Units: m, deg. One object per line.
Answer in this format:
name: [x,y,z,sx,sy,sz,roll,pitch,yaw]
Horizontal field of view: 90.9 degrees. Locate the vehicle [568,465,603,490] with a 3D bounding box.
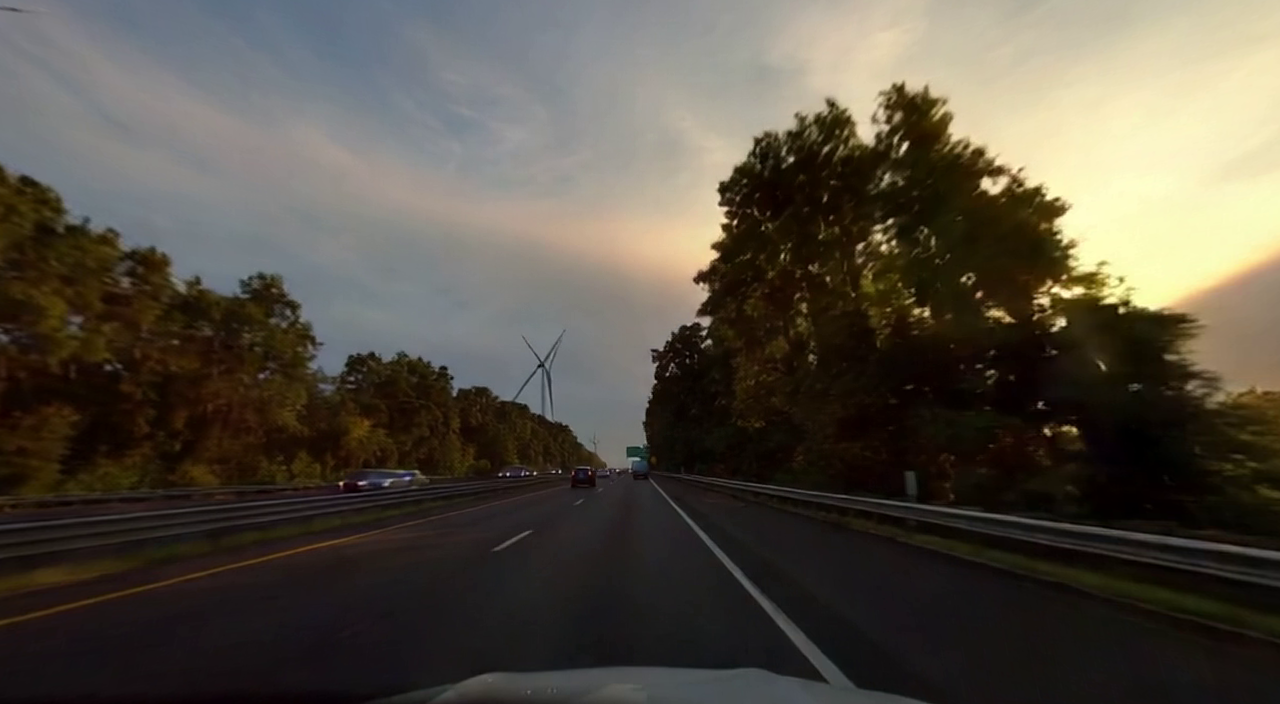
vehicle: [-3.898,9.125,46.024,2.124,1.705,4.440,1,-11,0]

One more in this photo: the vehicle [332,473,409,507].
vehicle: [-12.820,6.555,30.220,1.822,1.431,4.146,1,-11,0]
